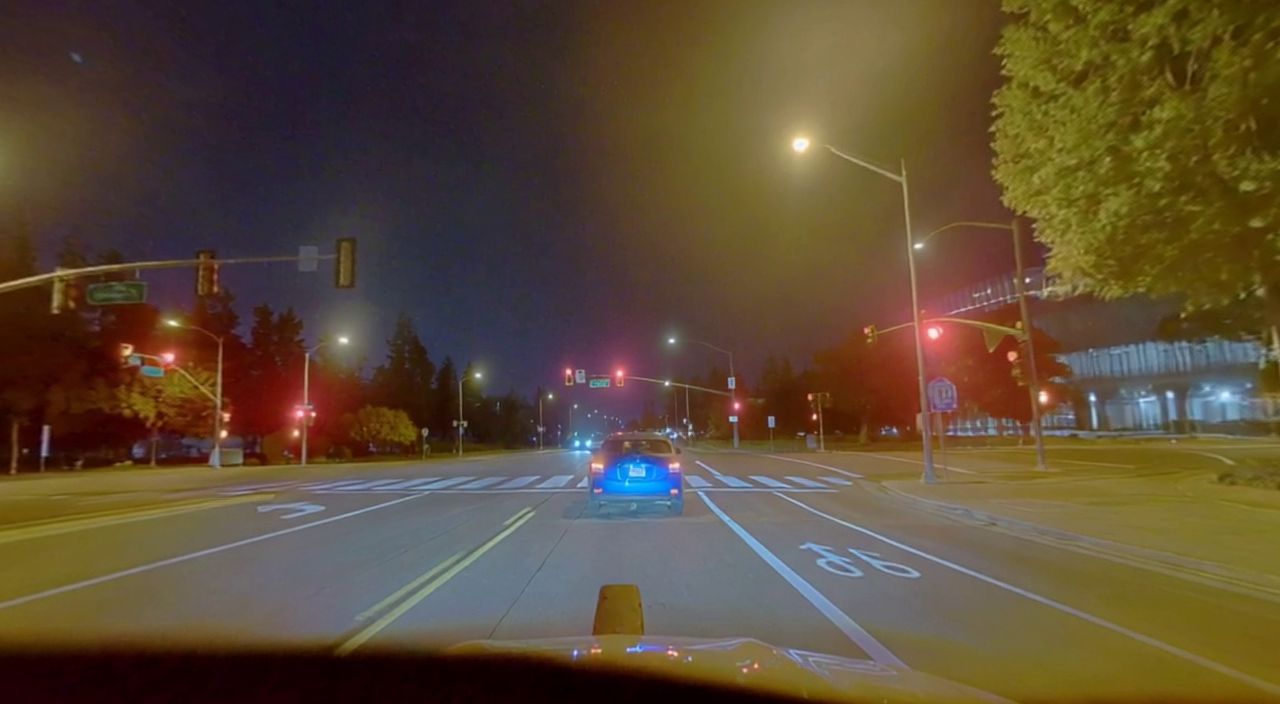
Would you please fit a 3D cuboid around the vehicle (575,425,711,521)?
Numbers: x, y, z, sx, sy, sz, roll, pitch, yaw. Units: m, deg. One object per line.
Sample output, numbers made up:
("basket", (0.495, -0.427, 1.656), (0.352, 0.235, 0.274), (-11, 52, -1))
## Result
("vehicle", (0.010, 2.178, 11.835), (2.107, 1.470, 3.974), (0, -9, -1))
